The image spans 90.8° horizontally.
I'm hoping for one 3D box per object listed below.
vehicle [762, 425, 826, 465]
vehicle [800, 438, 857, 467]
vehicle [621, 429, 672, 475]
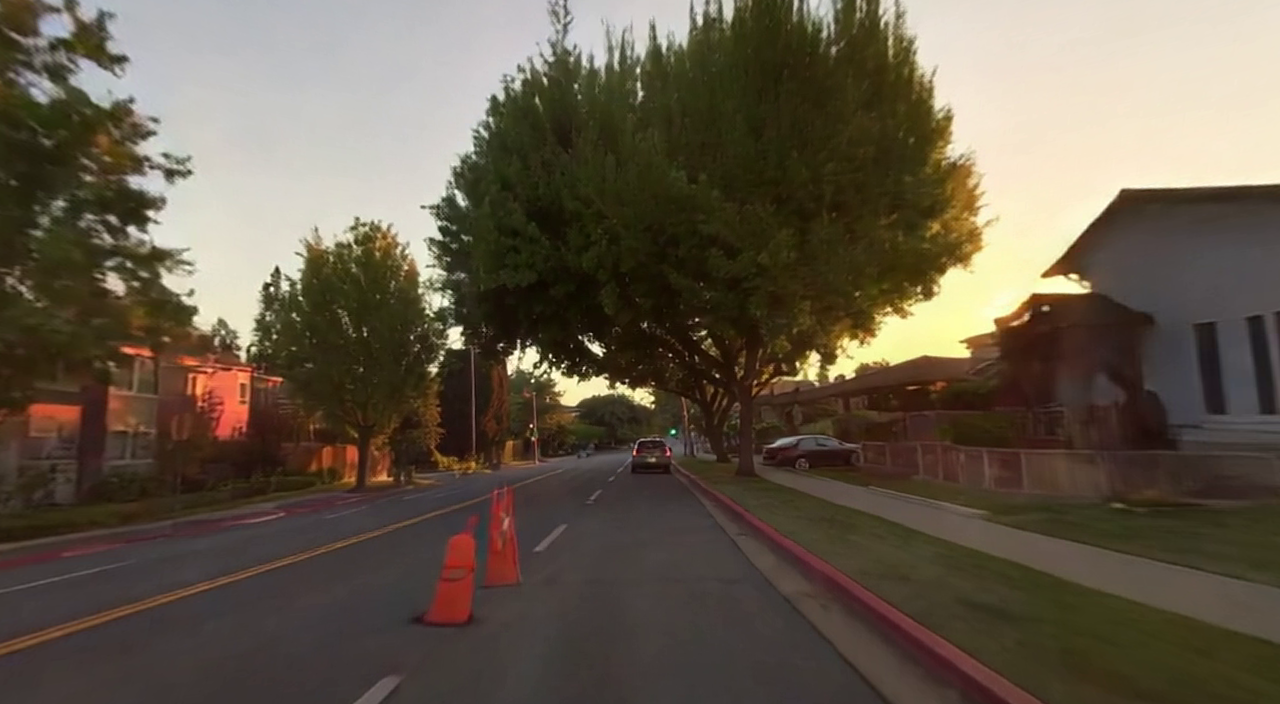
[{"bbox_3d":[9.709,6.060,40.552,2.253,2.306,6.753,0,-10,-2],"label":"vehicle"},{"bbox_3d":[10.551,5.649,35.580,1.698,1.548,2.969,4,-9,-17],"label":"vehicle"},{"bbox_3d":[0.206,4.817,30.558,2.169,2.015,5.206,0,-9,-2],"label":"vehicle"}]
